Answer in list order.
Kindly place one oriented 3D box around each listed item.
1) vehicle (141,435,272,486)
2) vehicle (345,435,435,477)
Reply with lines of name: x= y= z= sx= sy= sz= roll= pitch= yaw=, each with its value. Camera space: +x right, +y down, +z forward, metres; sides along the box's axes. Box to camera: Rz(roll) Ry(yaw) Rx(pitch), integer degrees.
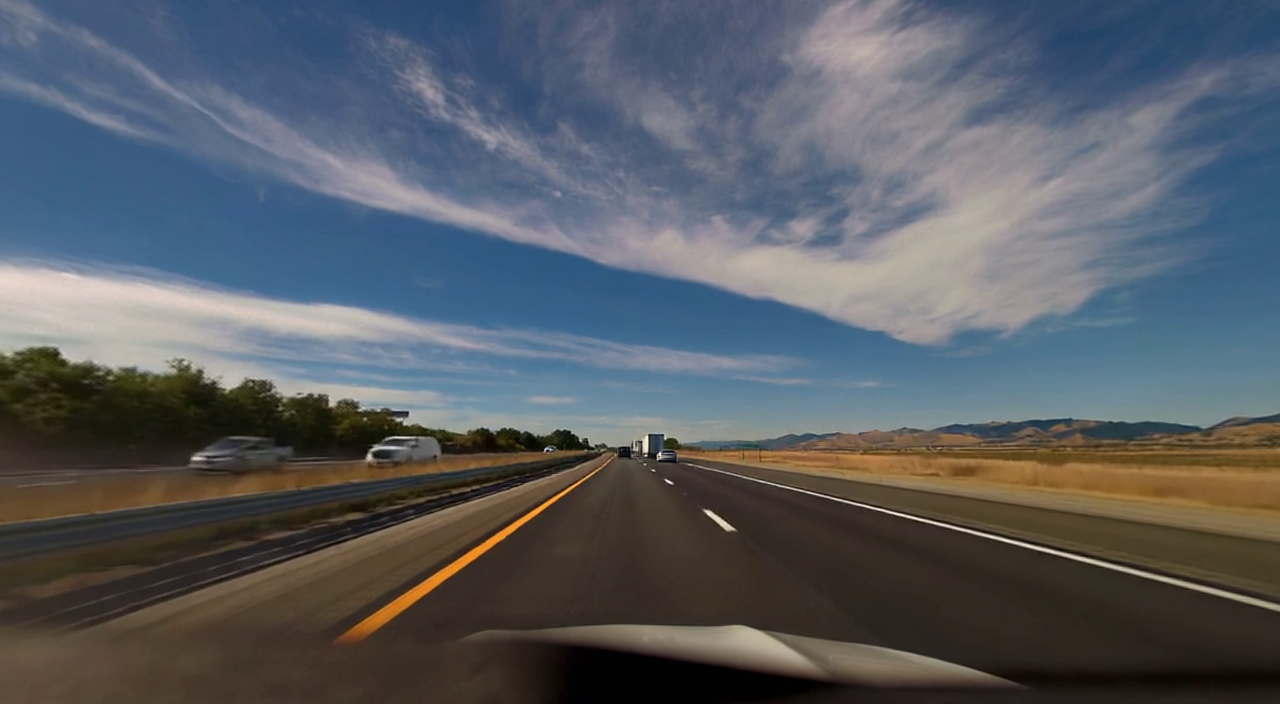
vehicle: x=-13.843 y=3.484 z=20.352 sx=1.752 sy=1.472 sz=3.546 roll=0 pitch=-9 yaw=-2
vehicle: x=-10.162 y=4.256 z=25.963 sx=1.985 sy=1.548 sz=4.327 roll=0 pitch=-9 yaw=-1
